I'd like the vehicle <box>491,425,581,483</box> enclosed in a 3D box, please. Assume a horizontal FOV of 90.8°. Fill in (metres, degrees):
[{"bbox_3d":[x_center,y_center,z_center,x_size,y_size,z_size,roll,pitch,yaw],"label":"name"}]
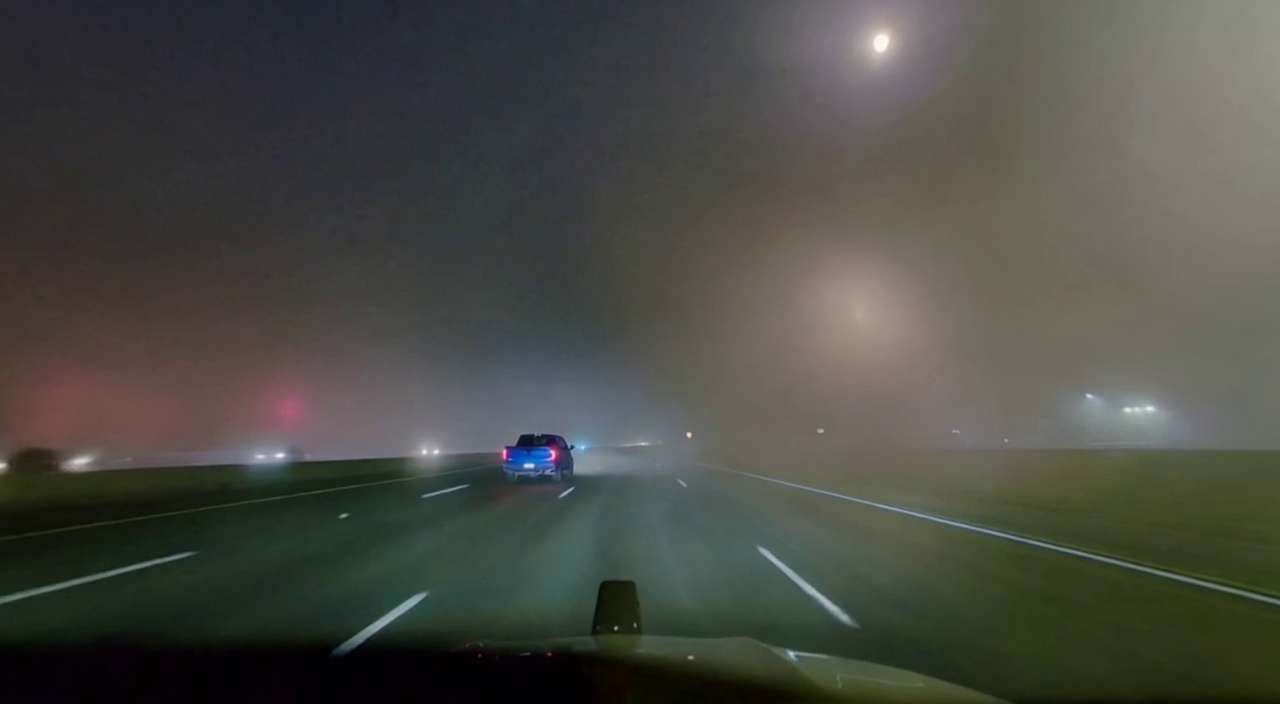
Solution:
[{"bbox_3d":[-3.960,4.053,25.396,2.529,2.003,5.904,0,-8,1],"label":"vehicle"}]
